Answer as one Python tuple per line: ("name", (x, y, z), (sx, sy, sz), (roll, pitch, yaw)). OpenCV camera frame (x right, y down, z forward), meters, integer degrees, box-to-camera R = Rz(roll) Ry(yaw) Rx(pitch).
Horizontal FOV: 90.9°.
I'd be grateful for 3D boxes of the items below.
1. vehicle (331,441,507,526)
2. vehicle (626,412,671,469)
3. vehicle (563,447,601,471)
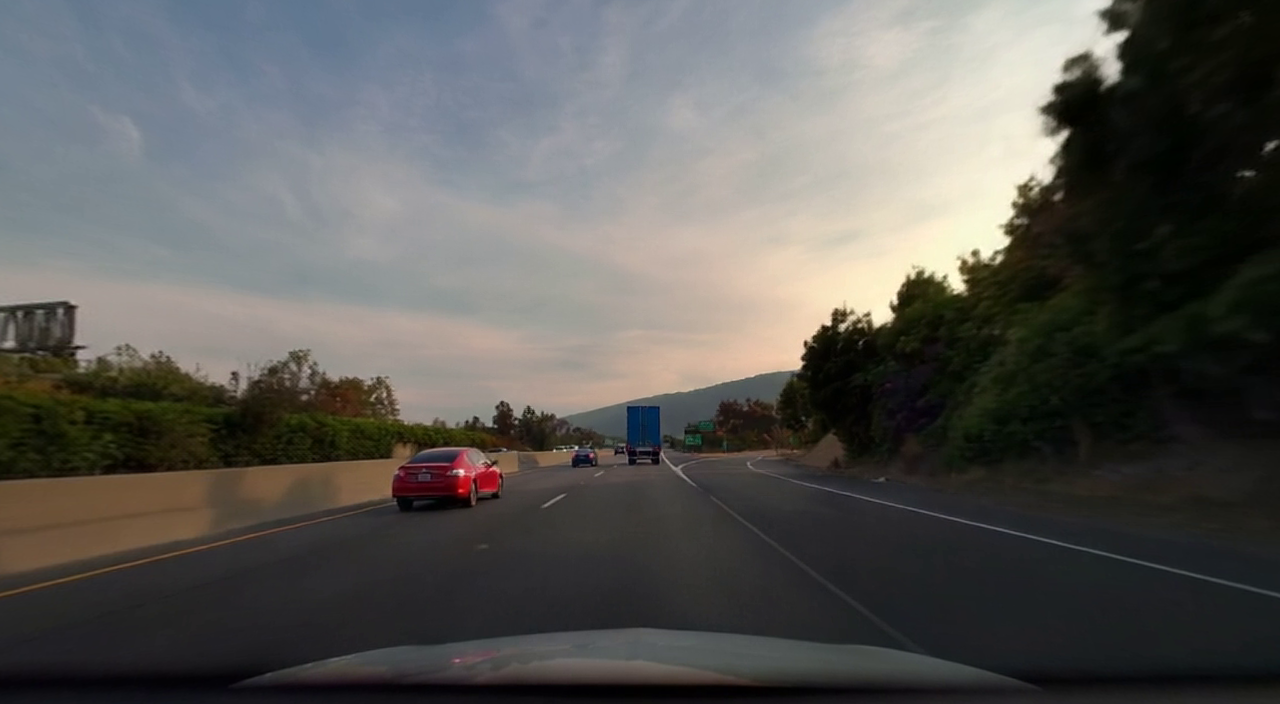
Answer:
("vehicle", (-4.301, 2.618, 13.169), (2.010, 1.461, 4.391), (0, -9, 1))
("vehicle", (0.601, 6.430, 45.327), (2.893, 3.628, 9.081), (0, -9, 1))
("vehicle", (-3.677, 6.920, 40.903), (1.981, 1.435, 4.199), (0, -9, 1))
